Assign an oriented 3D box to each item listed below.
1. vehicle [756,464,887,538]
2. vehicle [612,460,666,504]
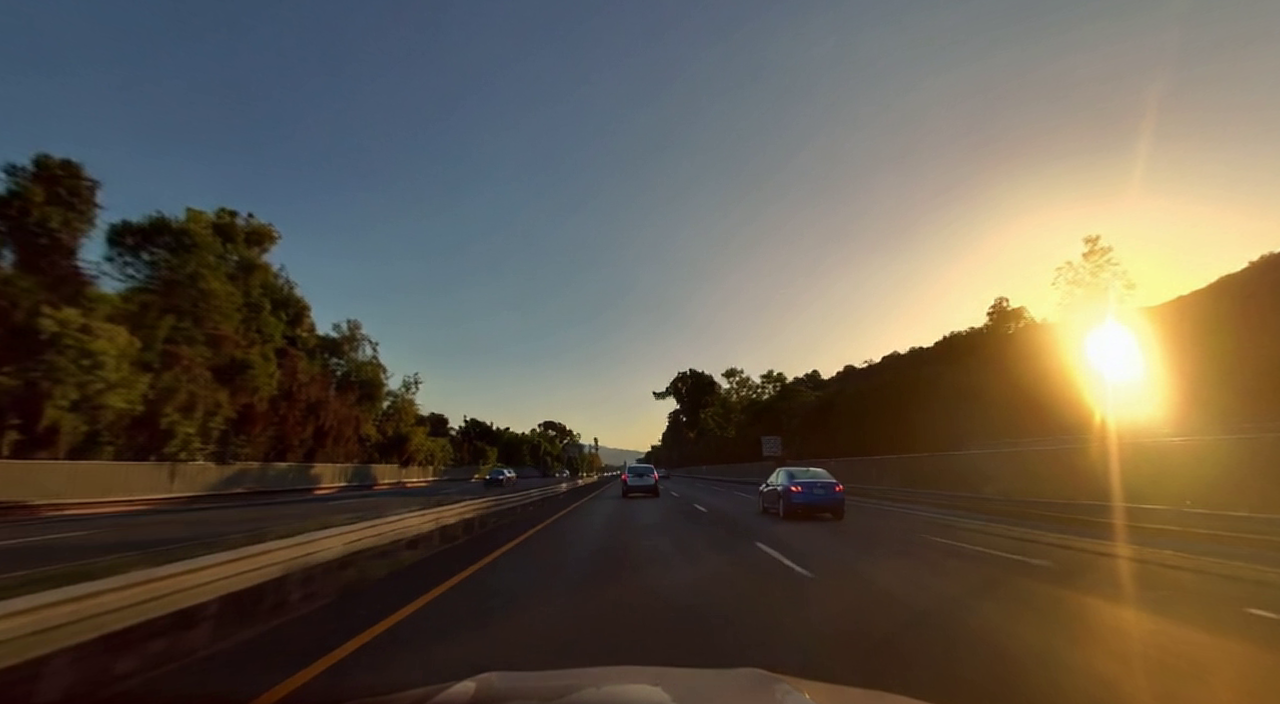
[{"bbox_3d":[4.233,3.554,15.448,1.938,1.494,4.032,1,-11,-1],"label":"vehicle"},{"bbox_3d":[-0.032,5.330,25.979,2.037,1.605,3.833,1,-11,0],"label":"vehicle"}]
